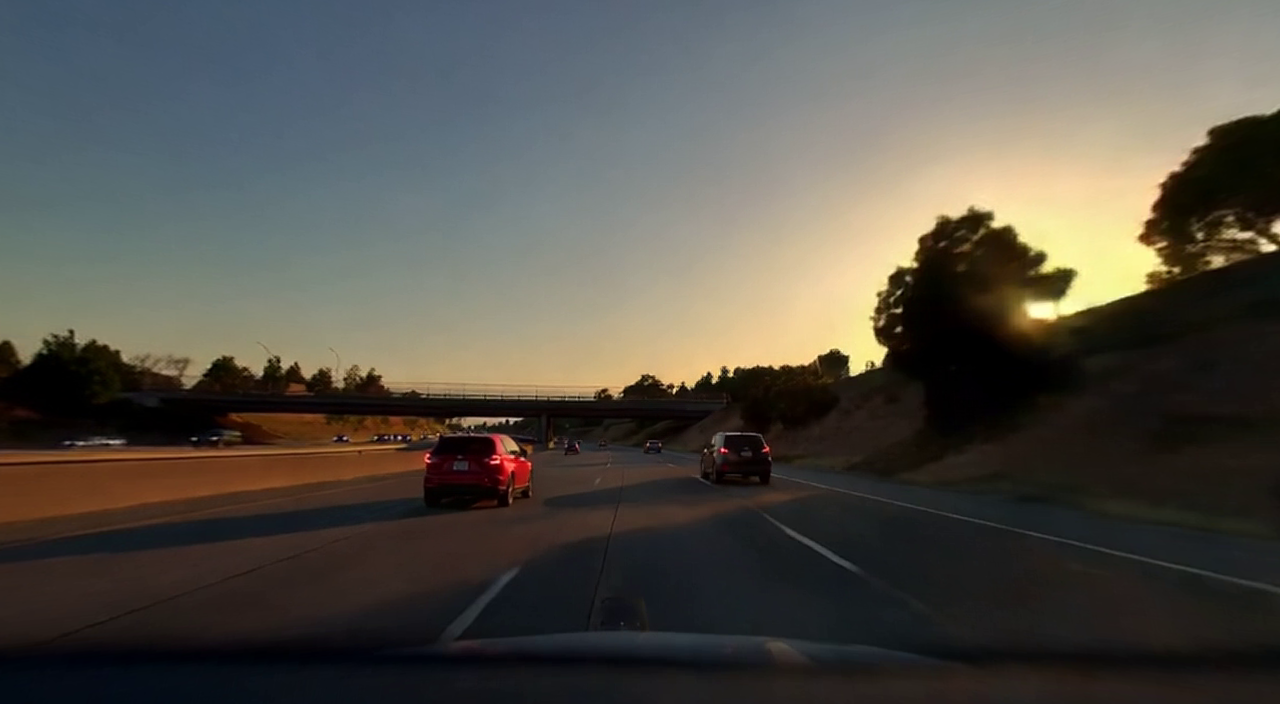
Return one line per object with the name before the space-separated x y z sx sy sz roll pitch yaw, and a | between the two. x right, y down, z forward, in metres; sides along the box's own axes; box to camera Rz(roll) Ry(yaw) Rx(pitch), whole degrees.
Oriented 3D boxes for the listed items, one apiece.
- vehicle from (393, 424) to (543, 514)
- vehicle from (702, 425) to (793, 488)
vehicle | -3.719 2.631 14.624 2.214 1.743 4.465 0 -9 0
vehicle | 3.433 3.481 21.186 2.153 1.860 4.689 0 -9 -1
